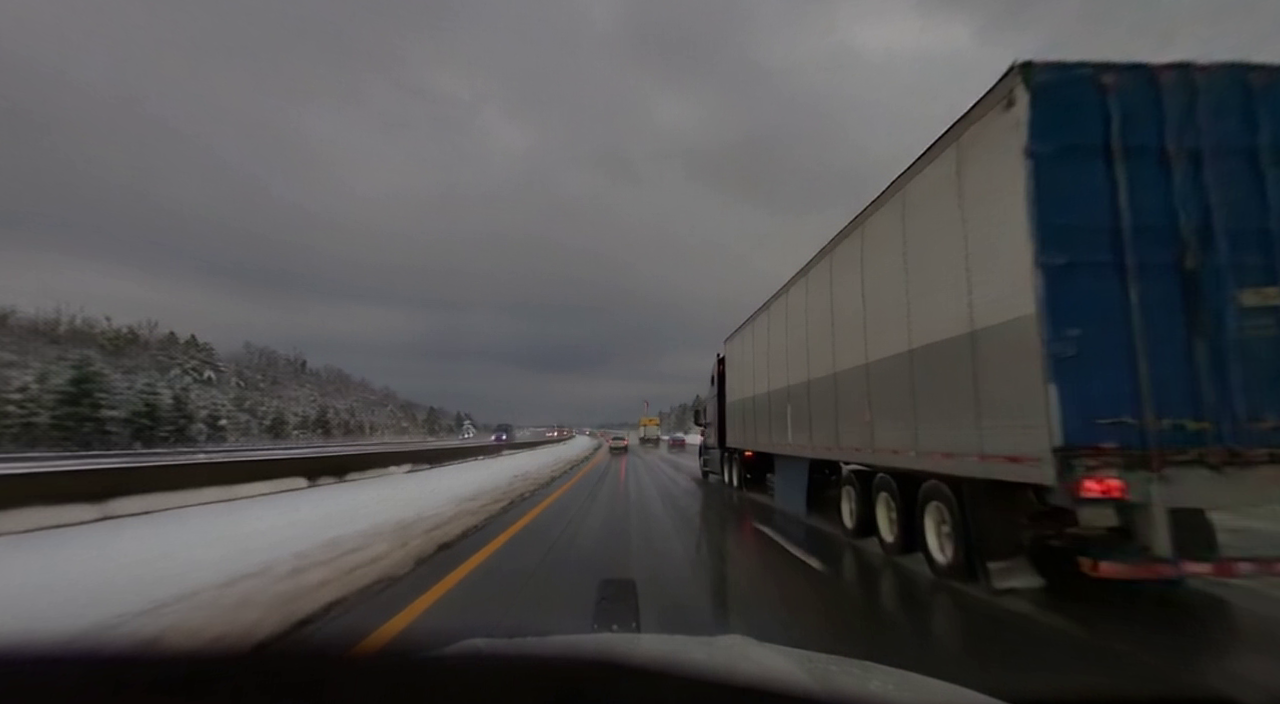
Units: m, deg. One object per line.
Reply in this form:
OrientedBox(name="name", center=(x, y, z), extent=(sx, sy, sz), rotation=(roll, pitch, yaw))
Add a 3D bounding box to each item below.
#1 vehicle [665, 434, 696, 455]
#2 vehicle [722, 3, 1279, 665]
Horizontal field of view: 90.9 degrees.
OrientedBox(name="vehicle", center=(2.943, 6.771, 46.218), extent=(1.813, 1.454, 4.197), rotation=(0, -7, -3))
OrientedBox(name="vehicle", center=(4.044, 0.669, 10.923), extent=(2.965, 4.033, 14.299), rotation=(0, -7, -1))
